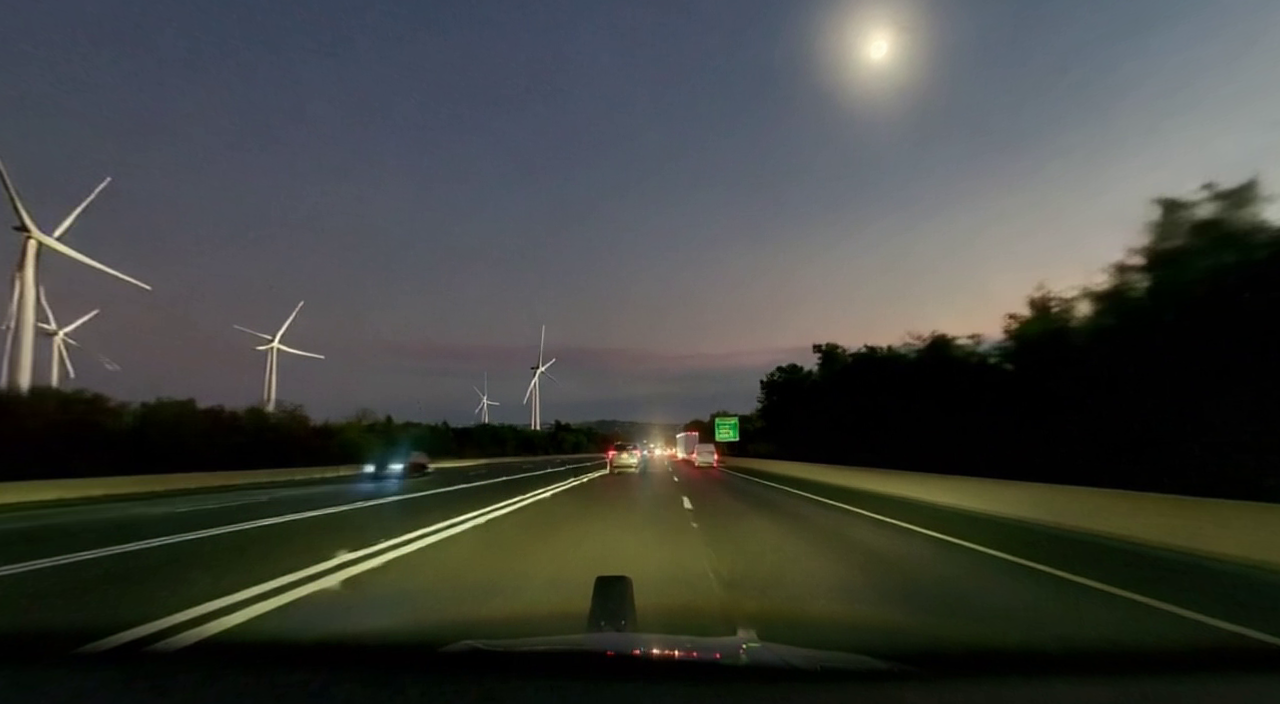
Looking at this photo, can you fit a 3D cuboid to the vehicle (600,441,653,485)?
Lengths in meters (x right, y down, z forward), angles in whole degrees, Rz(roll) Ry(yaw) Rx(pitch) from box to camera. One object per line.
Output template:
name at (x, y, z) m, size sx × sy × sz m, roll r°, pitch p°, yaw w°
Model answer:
vehicle at (-0.508, 4.734, 27.196) m, size 2.038 × 1.723 × 4.150 m, roll -1°, pitch -9°, yaw 2°

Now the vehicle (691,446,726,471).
vehicle at (4.828, 7.570, 44.922) m, size 2.040 × 1.721 × 4.507 m, roll 0°, pitch -9°, yaw 1°

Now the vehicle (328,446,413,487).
vehicle at (-12.727, 5.399, 30.089) m, size 1.924 × 1.754 × 4.607 m, roll -1°, pitch -9°, yaw 1°
